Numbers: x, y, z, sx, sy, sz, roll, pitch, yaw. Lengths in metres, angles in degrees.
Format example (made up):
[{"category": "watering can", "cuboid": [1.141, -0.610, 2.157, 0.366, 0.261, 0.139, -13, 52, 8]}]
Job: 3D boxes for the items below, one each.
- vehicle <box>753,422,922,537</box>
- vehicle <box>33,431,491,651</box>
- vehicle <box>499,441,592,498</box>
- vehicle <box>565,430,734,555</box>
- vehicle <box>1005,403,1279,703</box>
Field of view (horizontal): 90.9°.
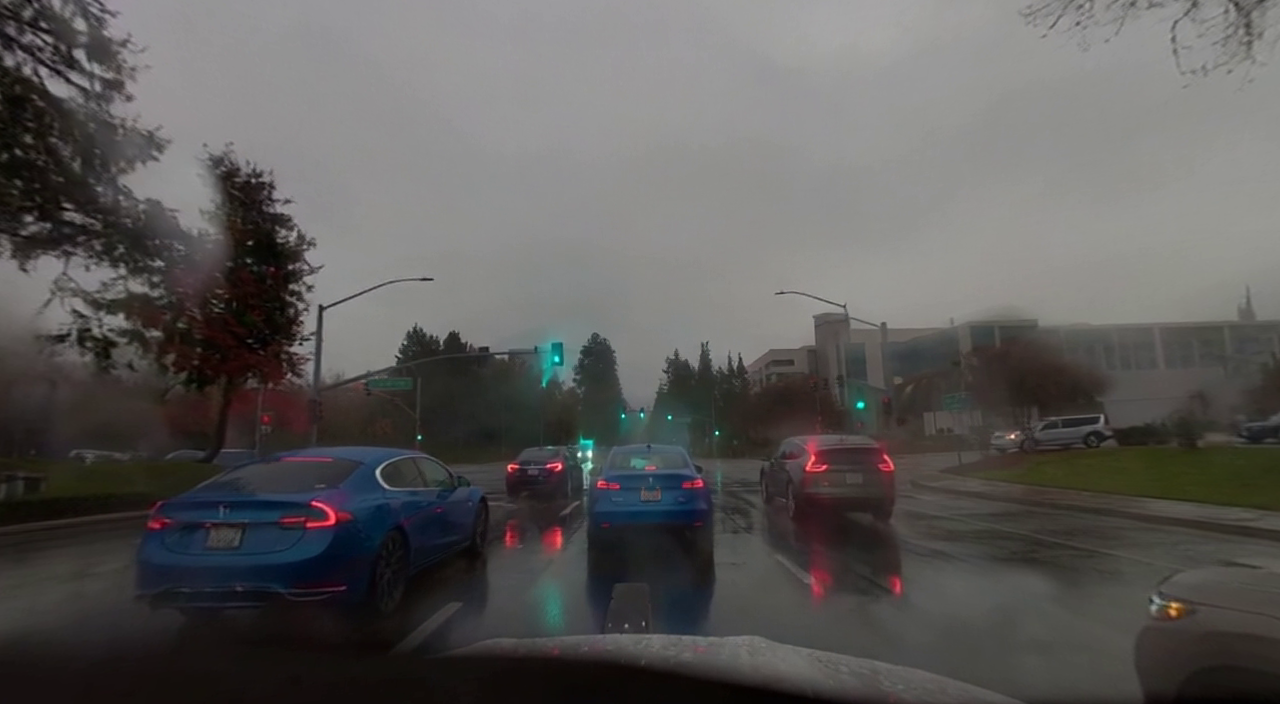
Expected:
[{"category": "vehicle", "cuboid": [3.461, 2.306, 11.950, 1.938, 1.732, 4.006, 1, -9, 0]}, {"category": "vehicle", "cuboid": [-3.121, 1.631, 6.582, 2.015, 1.478, 4.407, 0, -9, 0]}, {"category": "vehicle", "cuboid": [-2.732, 3.524, 19.327, 2.089, 1.537, 4.073, -1, -9, 2]}, {"category": "vehicle", "cuboid": [0.115, 2.113, 10.225, 2.144, 1.563, 4.218, 0, -9, 0]}, {"category": "vehicle", "cuboid": [3.311, 0.851, 1.638, 1.951, 1.522, 4.614, 0, -9, 0]}]
